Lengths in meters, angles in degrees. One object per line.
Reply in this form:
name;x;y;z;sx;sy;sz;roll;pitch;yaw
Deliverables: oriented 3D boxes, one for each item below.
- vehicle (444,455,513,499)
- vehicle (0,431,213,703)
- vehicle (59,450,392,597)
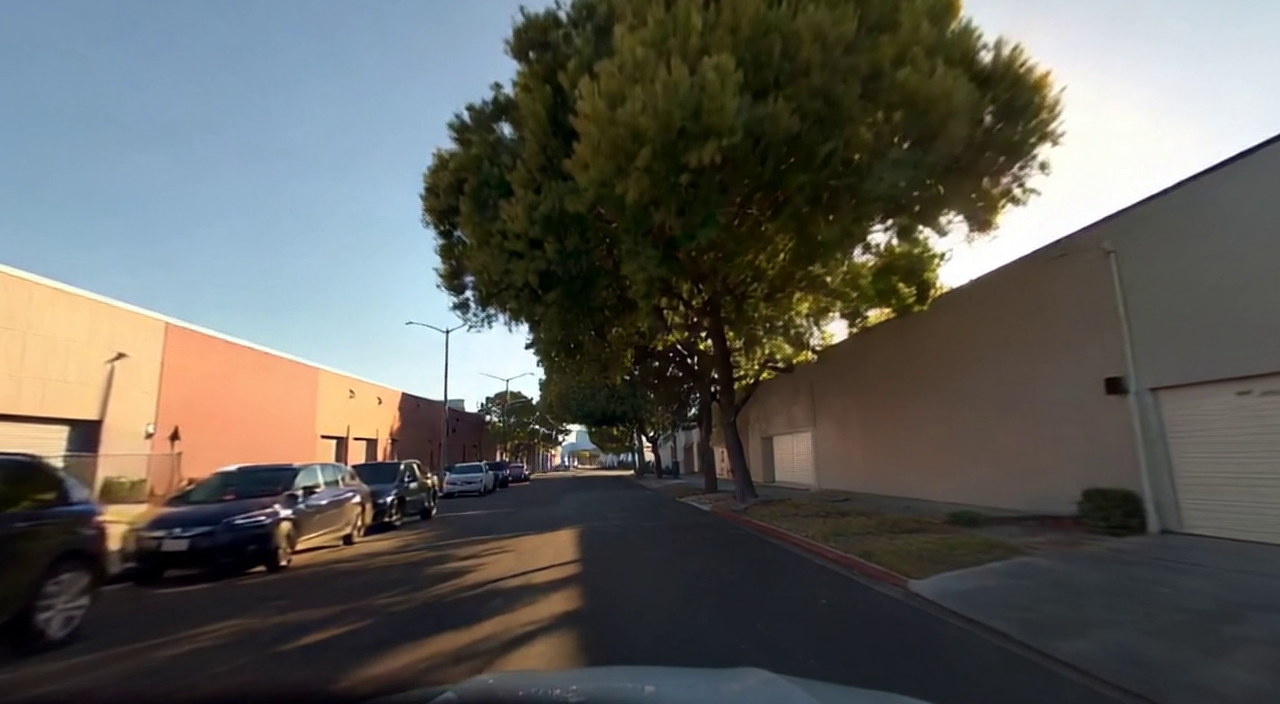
vehicle;-6.499;5.081;25.811;1.882;1.606;4.191;1;-10;-3
vehicle;-4.852;1.276;3.631;1.886;1.640;4.311;2;-8;-3
vehicle;-5.274;2.242;9.017;1.870;1.510;4.627;1;-10;-4
